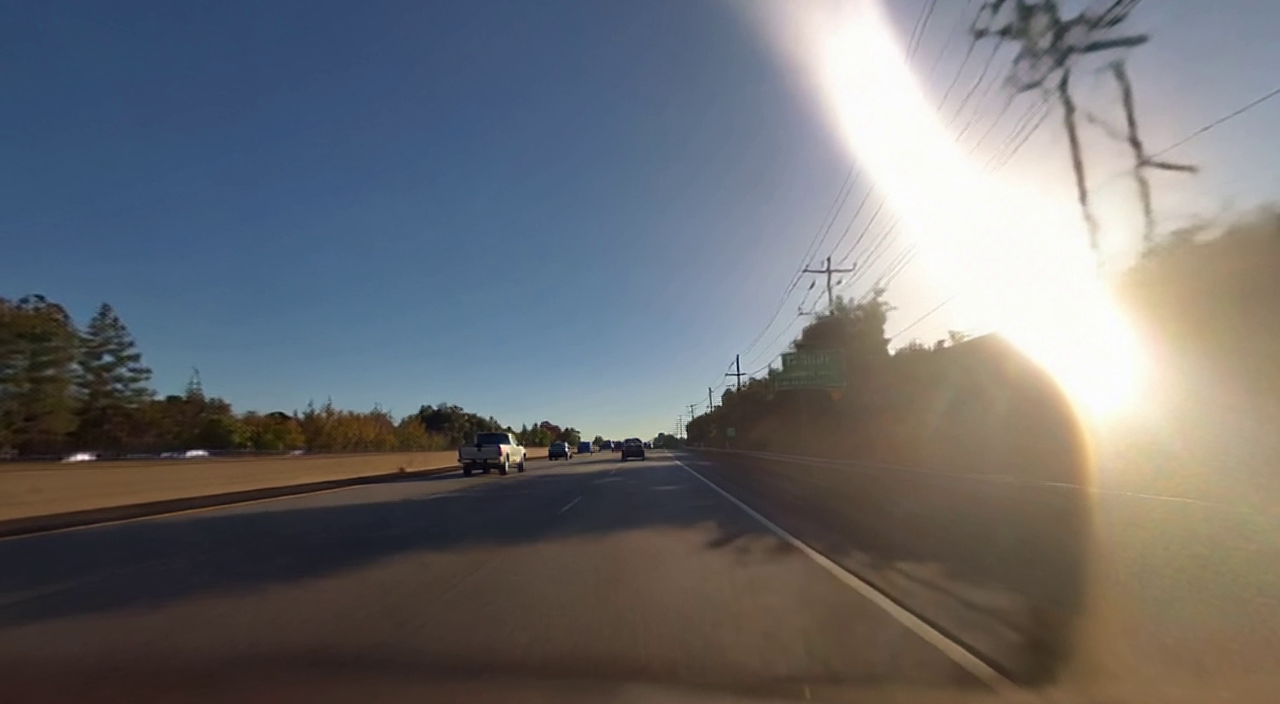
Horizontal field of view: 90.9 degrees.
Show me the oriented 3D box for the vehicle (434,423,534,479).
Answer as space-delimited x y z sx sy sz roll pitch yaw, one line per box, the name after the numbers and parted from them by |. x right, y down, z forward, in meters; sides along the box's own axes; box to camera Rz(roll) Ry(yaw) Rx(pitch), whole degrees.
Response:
-6.273 4.096 26.379 2.460 1.992 6.474 -1 -8 1 | vehicle

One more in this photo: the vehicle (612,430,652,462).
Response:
-0.470 6.406 43.157 2.448 2.025 5.193 -1 -8 3 | vehicle
